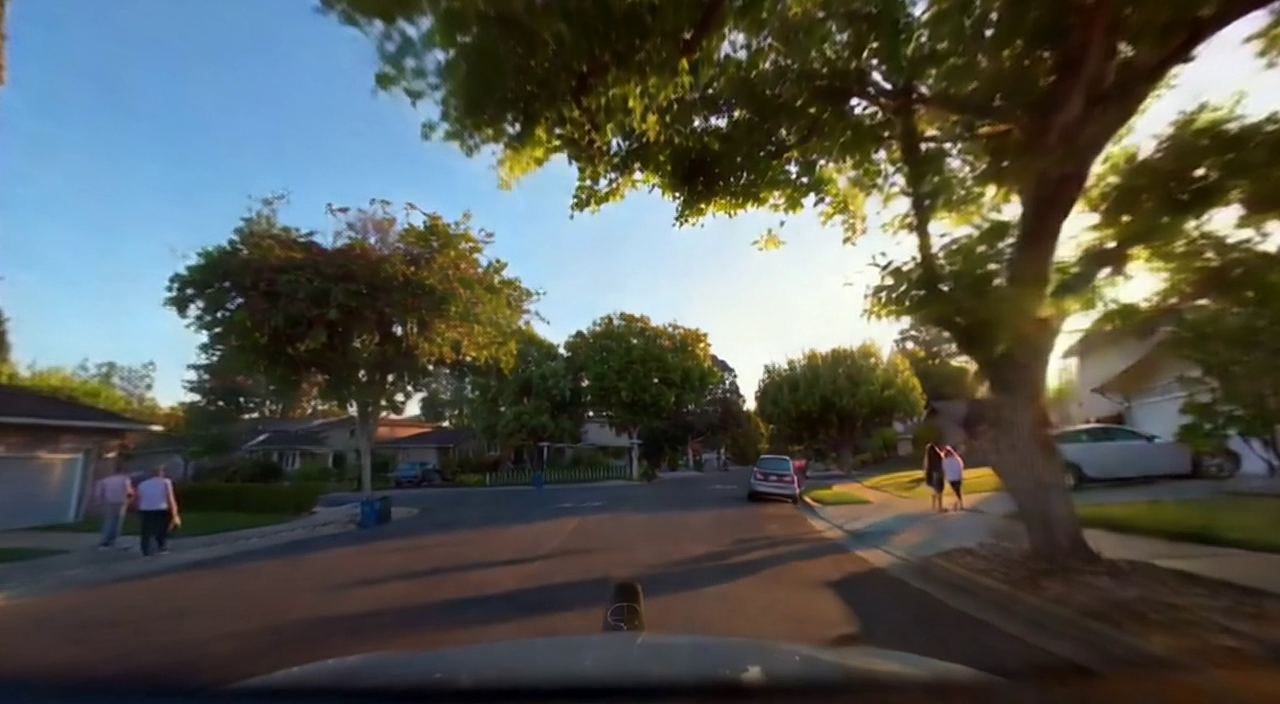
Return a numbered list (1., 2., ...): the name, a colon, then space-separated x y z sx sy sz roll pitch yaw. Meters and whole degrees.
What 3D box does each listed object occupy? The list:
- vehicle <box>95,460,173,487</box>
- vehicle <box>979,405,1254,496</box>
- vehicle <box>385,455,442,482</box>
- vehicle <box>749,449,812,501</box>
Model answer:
1. vehicle: -38.416 9.223 48.153 2.206 1.858 4.918 1 -10 -7
2. vehicle: 11.312 2.385 15.365 4.780 1.765 2.103 -4 -8 3
3. vehicle: -16.499 8.473 46.234 2.021 1.798 4.491 -1 -8 7
4. vehicle: 5.312 4.561 23.979 2.053 1.737 4.375 -2 -9 12
